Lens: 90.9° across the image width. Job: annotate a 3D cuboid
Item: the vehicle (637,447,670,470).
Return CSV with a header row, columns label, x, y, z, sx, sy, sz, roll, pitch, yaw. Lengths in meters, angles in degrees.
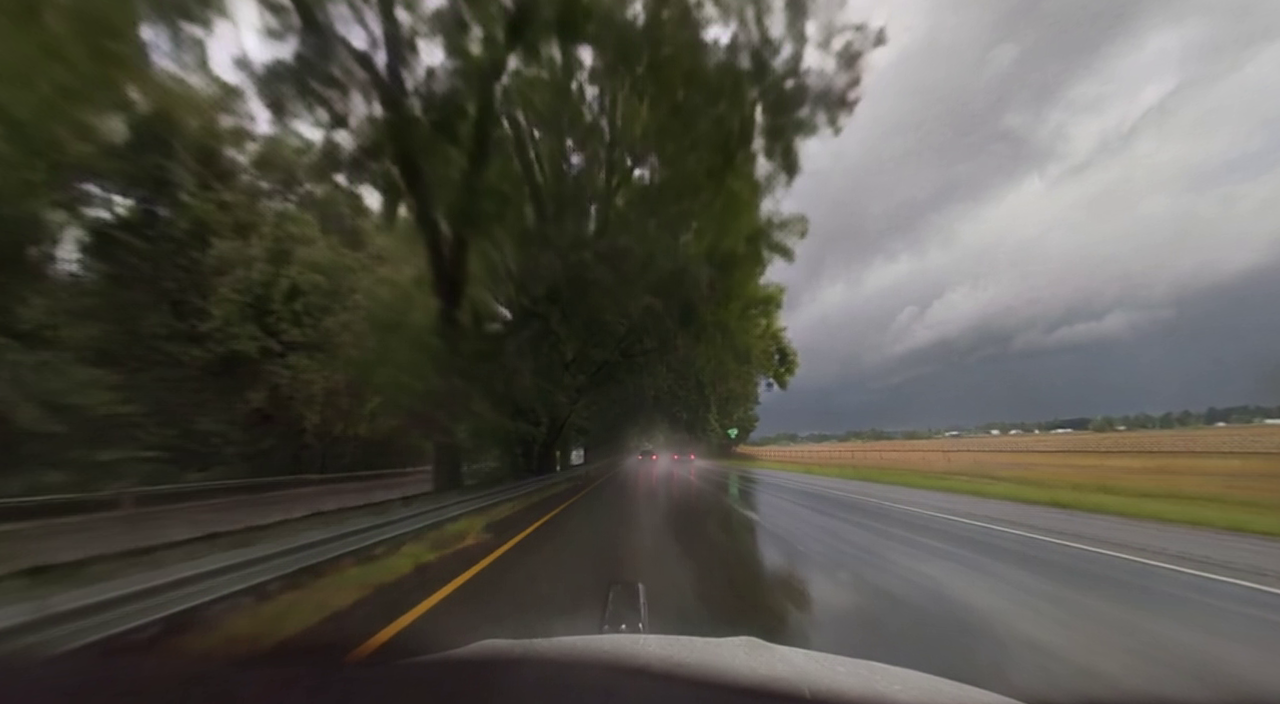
label,x,y,z,sx,sy,sz,roll,pitch,yaw
vehicle,0.876,7.357,43.798,2.162,1.492,3.975,0,-9,-1
